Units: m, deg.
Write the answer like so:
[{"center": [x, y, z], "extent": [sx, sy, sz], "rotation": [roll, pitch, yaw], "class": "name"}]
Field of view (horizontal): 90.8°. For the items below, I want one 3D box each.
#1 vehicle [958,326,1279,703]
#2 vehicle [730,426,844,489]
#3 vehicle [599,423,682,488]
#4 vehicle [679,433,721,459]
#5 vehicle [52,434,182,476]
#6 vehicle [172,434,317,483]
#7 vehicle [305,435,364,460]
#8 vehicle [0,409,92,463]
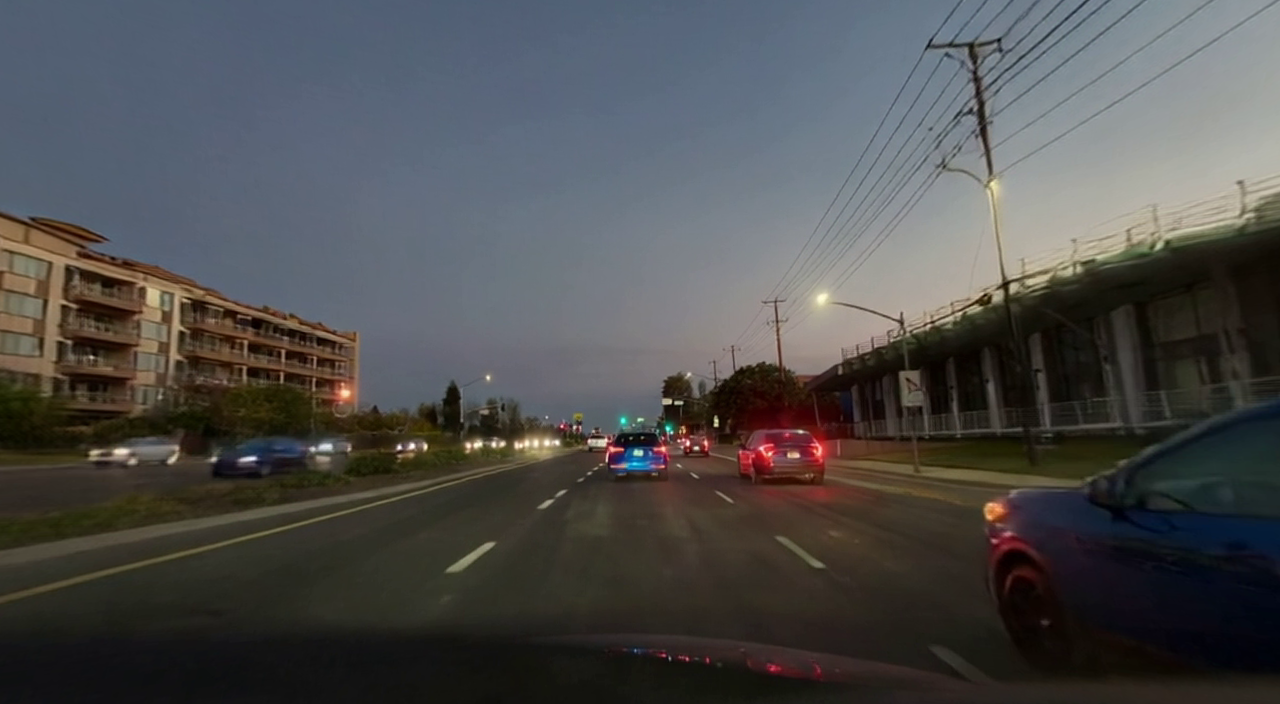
[{"center": [3.086, 0.678, 1.501], "extent": [2.123, 1.657, 4.719], "rotation": [0, -8, -1], "class": "vehicle"}, {"center": [3.911, 2.898, 17.643], "extent": [2.086, 1.534, 4.351], "rotation": [0, -8, 0], "class": "vehicle"}, {"center": [-0.003, 2.894, 17.823], "extent": [2.073, 1.606, 3.933], "rotation": [0, -8, -1], "class": "vehicle"}, {"center": [3.608, 5.745, 38.654], "extent": [2.054, 1.461, 4.321], "rotation": [0, -8, -1], "class": "vehicle"}, {"center": [-22.652, 4.478, 27.631], "extent": [1.923, 1.672, 4.303], "rotation": [0, -8, 1], "class": "vehicle"}, {"center": [-13.862, 3.763, 22.590], "extent": [1.951, 1.538, 4.940], "rotation": [0, -8, 0], "class": "vehicle"}, {"center": [-21.983, 6.922, 45.646], "extent": [1.982, 1.699, 4.421], "rotation": [0, -8, 1], "class": "vehicle"}, {"center": [-47.395, 6.230, 46.860], "extent": [9.759, 3.784, 3.013], "rotation": [2, -9, -7], "class": "vehicle"}]
